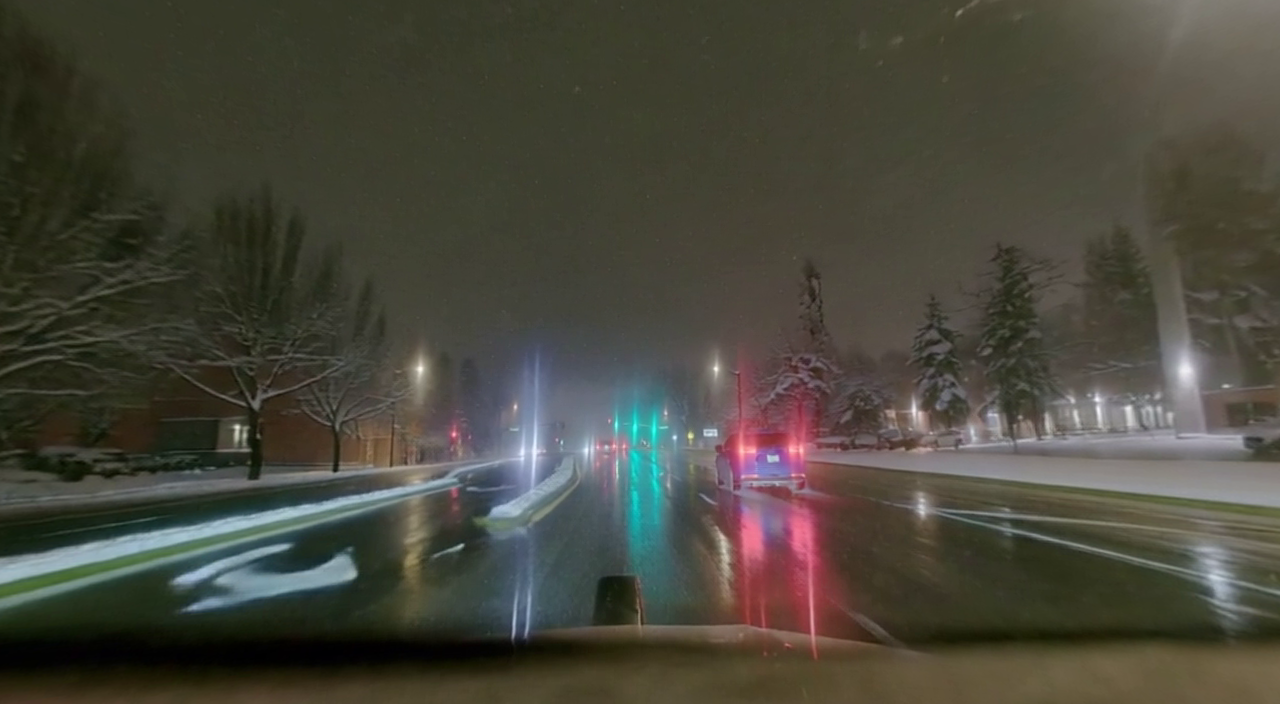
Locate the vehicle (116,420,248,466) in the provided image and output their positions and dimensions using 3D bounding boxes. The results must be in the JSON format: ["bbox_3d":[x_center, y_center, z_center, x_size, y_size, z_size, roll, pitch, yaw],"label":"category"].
[{"bbox_3d":[-33.793,6.785,46.842,7.388,3.256,2.750,0,-9,-2],"label":"vehicle"}]

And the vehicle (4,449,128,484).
[{"bbox_3d":[-30.101,5.973,33.241,4.399,1.729,2.076,0,-8,0],"label":"vehicle"}]

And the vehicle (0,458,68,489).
[{"bbox_3d":[-30.547,5.848,30.468,3.925,1.375,1.961,0,-8,0],"label":"vehicle"}]

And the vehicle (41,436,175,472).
[{"bbox_3d":[-30.257,5.839,36.076,5.496,1.884,2.189,1,-9,-1],"label":"vehicle"}]

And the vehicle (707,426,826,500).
[{"bbox_3d":[3.126,2.860,16.641,2.060,1.665,4.284,0,-8,-2],"label":"vehicle"}]
